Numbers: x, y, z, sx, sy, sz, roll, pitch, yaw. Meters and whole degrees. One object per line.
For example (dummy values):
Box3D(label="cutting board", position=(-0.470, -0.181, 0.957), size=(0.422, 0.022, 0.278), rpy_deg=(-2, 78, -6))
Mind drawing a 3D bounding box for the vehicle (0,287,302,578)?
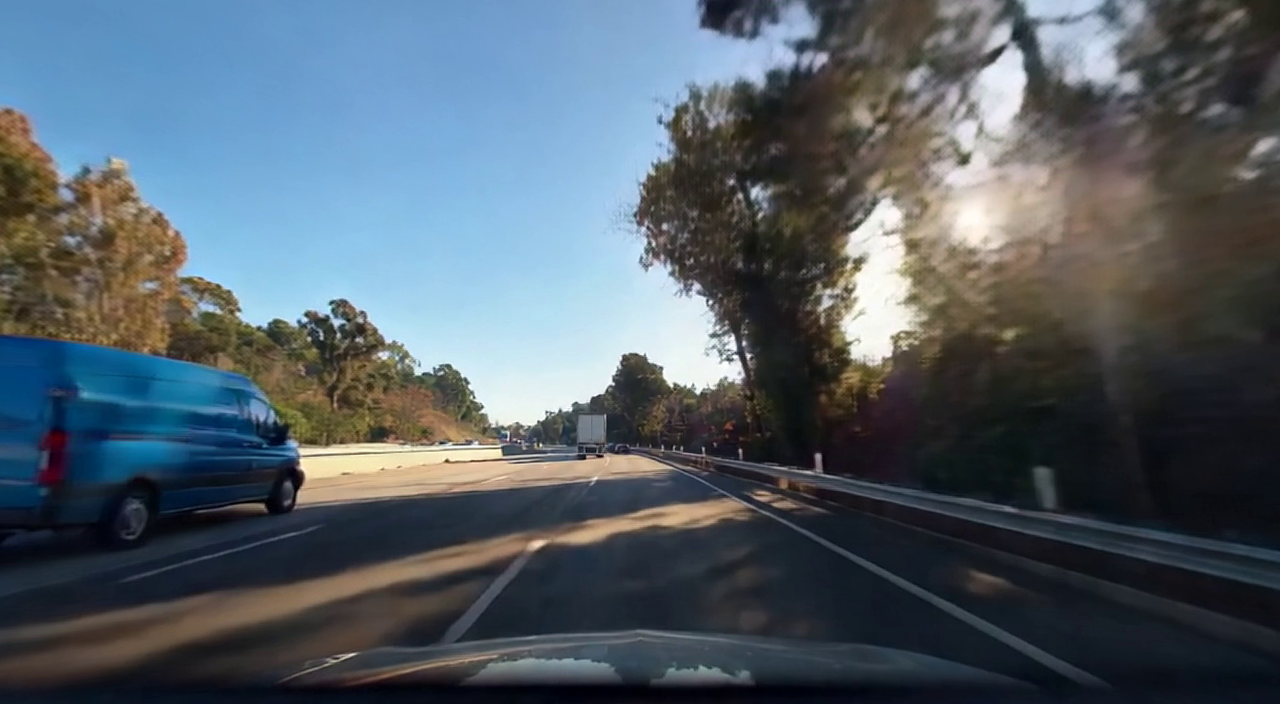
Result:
Box3D(label="vehicle", position=(-7.371, 1.038, 7.982), size=(2.396, 2.763, 6.935), rpy_deg=(0, -8, -1))
